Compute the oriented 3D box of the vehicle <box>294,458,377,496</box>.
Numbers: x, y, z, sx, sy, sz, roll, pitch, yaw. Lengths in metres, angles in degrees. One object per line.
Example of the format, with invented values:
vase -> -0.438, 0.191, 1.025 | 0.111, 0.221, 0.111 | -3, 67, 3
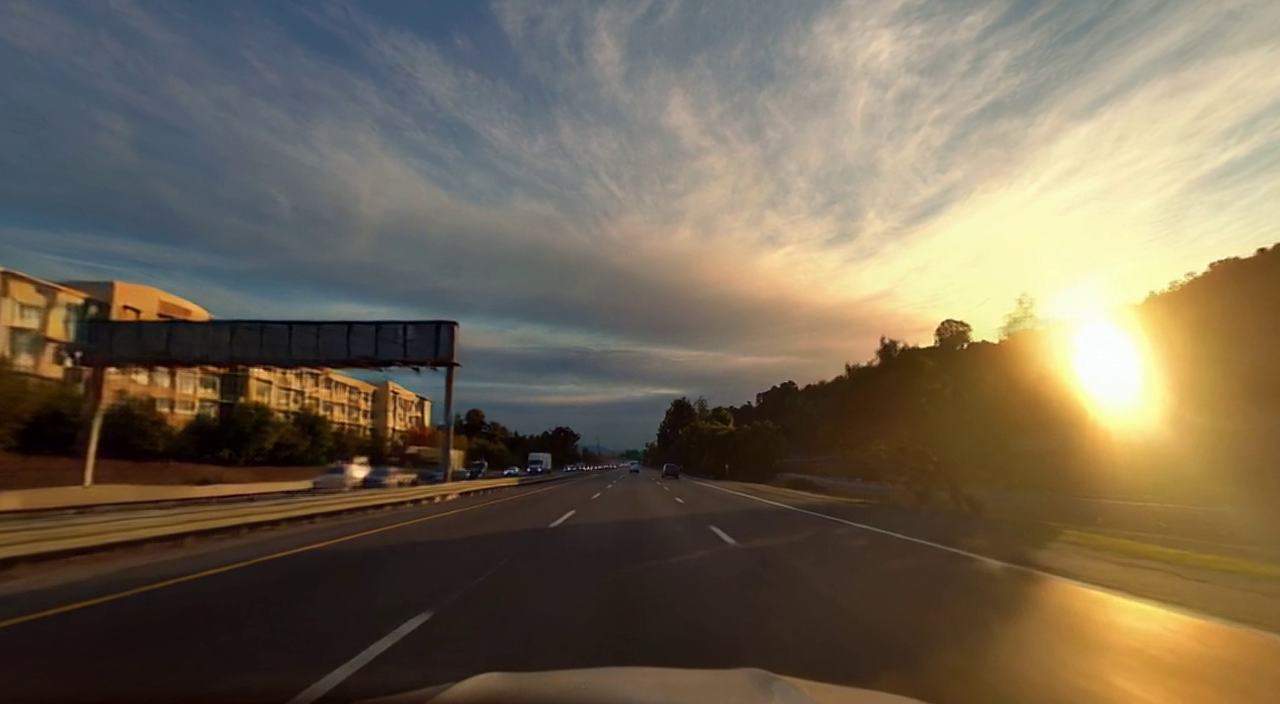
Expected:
vehicle -> -16.322, 6.727, 34.134 | 2.023, 1.864, 4.924 | 1, -10, 0
